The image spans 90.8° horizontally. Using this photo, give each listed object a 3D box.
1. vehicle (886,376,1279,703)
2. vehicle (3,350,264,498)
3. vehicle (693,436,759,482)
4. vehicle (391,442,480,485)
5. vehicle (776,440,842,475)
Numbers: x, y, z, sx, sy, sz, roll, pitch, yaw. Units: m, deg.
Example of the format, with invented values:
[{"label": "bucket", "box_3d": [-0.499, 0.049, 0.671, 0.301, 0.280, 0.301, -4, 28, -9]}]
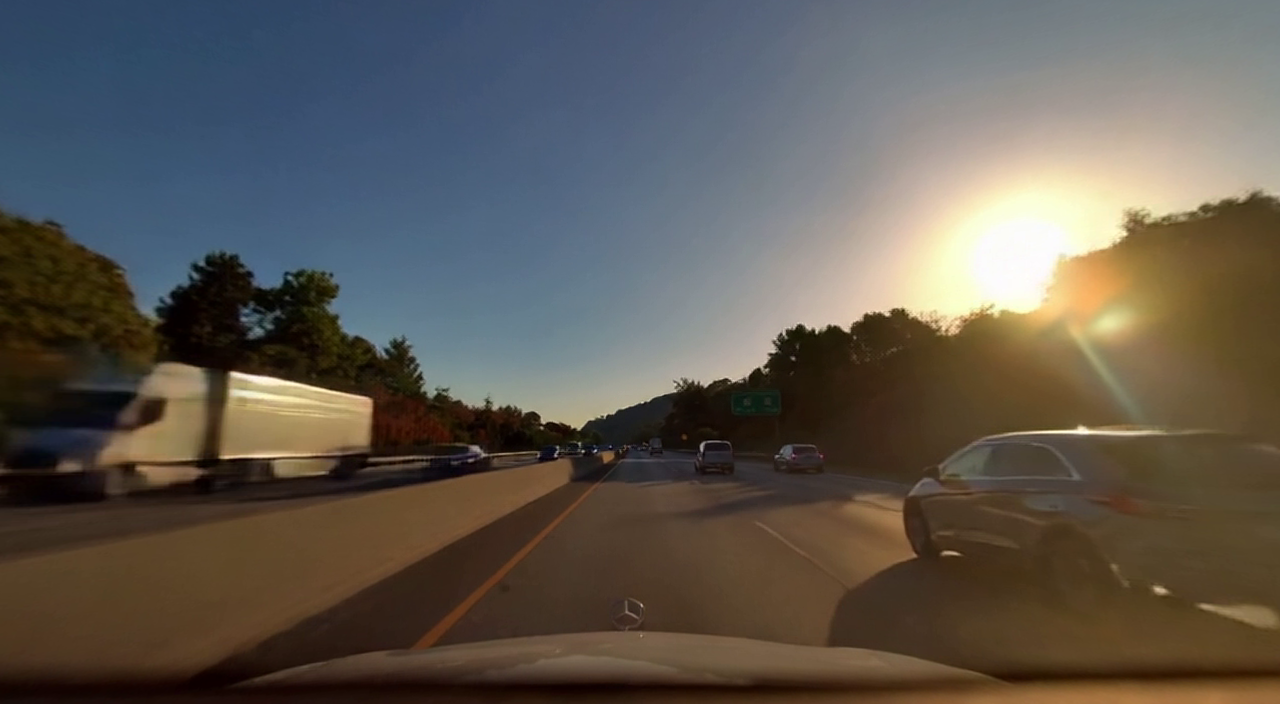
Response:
[{"label": "vehicle", "box_3d": [3.638, 1.208, 4.536, 2.023, 1.603, 4.159, 0, -9, 0]}, {"label": "vehicle", "box_3d": [-15.365, 2.363, 19.967, 3.045, 3.960, 5.980, 0, -9, 0]}, {"label": "vehicle", "box_3d": [3.546, 4.515, 26.873, 2.070, 1.751, 4.576, 0, -9, -1]}, {"label": "vehicle", "box_3d": [-7.819, 4.302, 24.614, 1.935, 1.490, 4.453, 0, -9, 0]}, {"label": "vehicle", "box_3d": [8.541, 5.399, 32.366, 2.018, 1.636, 4.510, 0, -9, -1]}]
